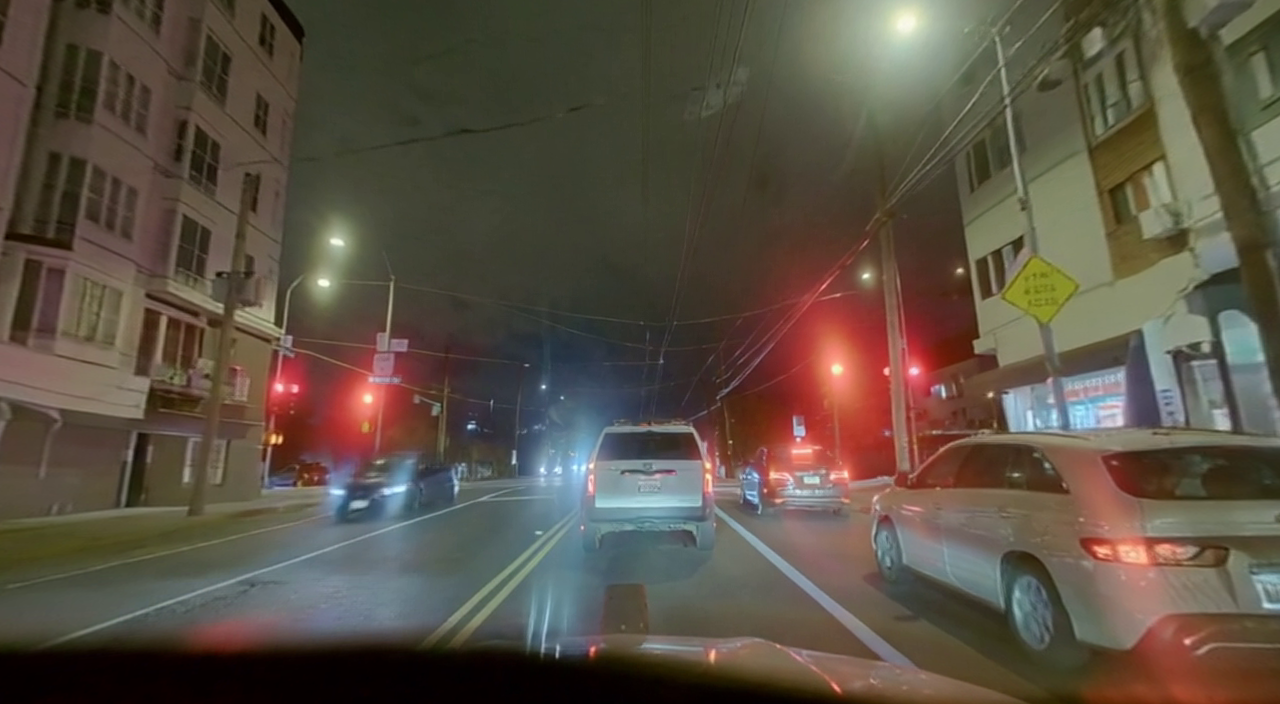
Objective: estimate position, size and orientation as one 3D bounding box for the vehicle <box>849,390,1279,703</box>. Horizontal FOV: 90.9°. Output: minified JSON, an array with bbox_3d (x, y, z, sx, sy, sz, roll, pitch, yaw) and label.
[{"bbox_3d":[3.251,1.248,4.790,1.906,1.578,4.020,0,-8,0],"label":"vehicle"}]

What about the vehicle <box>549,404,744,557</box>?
[{"bbox_3d":[0.031,1.774,9.327,2.232,1.736,4.036,0,-8,-1],"label":"vehicle"}]

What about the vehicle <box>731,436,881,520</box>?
[{"bbox_3d":[3.200,2.517,13.161,1.970,1.452,4.227,0,-8,0],"label":"vehicle"}]

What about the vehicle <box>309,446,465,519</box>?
[{"bbox_3d":[-6.001,3.108,15.622,2.014,1.538,4.275,0,-8,1],"label":"vehicle"}]
